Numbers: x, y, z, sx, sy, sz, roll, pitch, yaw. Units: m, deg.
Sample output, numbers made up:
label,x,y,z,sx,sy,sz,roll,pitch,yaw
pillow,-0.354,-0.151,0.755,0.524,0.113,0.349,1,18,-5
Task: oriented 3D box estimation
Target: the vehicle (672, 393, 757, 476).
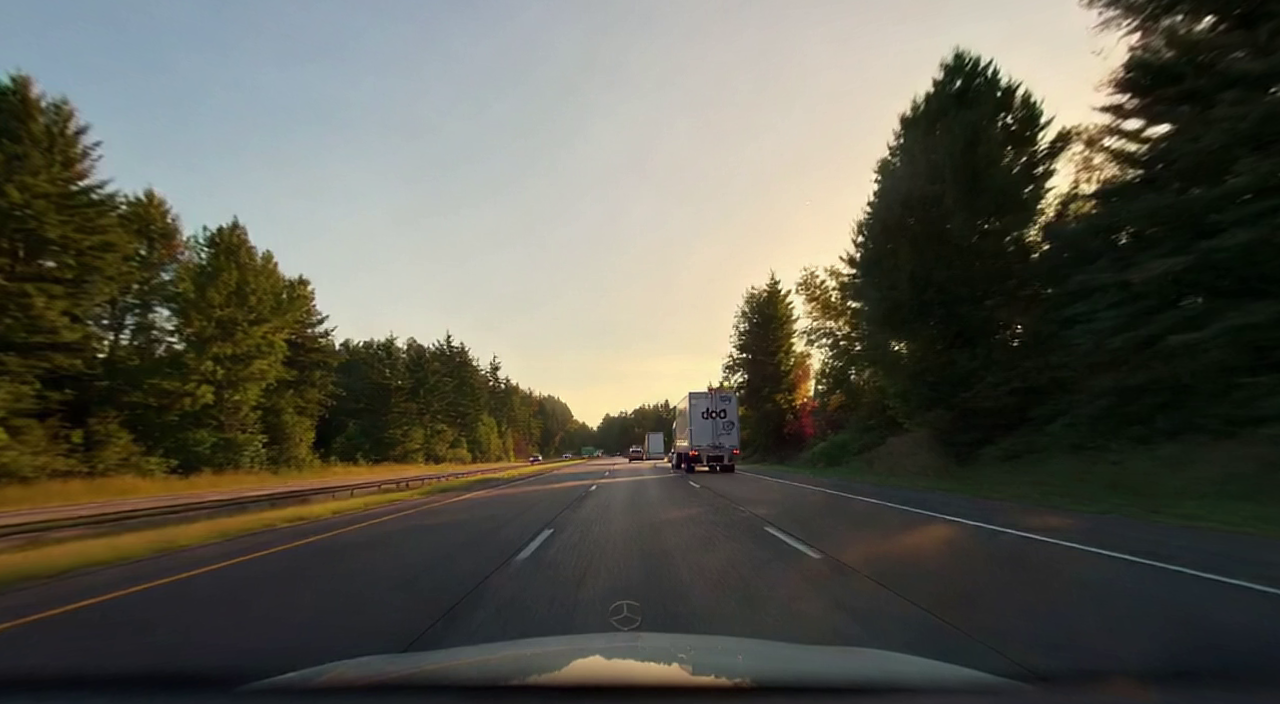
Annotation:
label,x,y,z,sx,sy,sz,roll,pitch,yaw
vehicle,3.947,5.076,37.467,2.973,4.007,14.076,0,-9,-1
